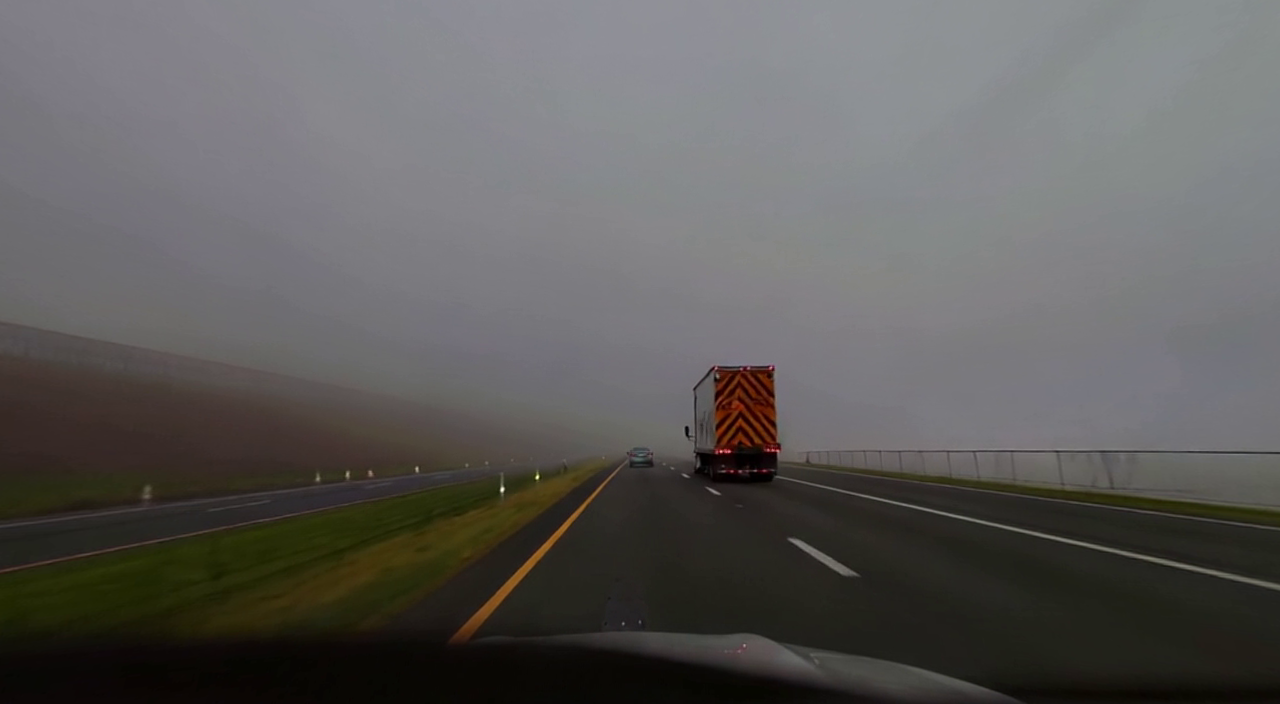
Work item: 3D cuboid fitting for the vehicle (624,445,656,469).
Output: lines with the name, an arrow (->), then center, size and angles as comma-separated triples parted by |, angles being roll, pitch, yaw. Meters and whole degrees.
vehicle -> 0.006, 7.182, 43.235 | 2.065, 1.573, 3.734 | 0, -9, 0

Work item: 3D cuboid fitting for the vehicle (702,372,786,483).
vehicle -> 4.347, 3.385, 27.675 | 2.704, 4.310, 5.716 | 0, -9, 1
